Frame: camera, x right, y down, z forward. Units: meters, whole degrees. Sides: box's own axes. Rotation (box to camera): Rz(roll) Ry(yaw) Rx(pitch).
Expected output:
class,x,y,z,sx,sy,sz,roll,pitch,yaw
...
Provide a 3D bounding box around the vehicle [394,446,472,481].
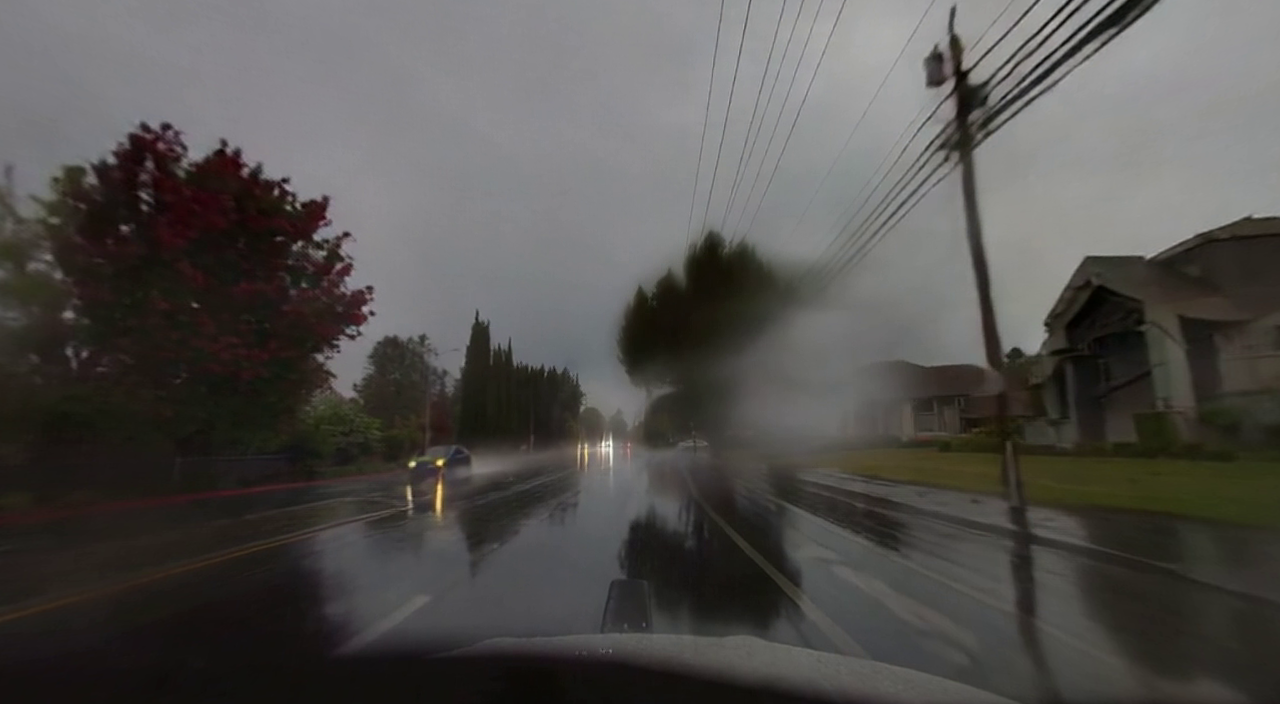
class,x,y,z,sx,sy,sz,roll,pitch,yaw
vehicle,-9.903,5.330,30.571,2.106,1.524,4.624,0,-8,1

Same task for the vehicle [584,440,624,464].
class,x,y,z,sx,sy,sz,roll,pitch,yaw
vehicle,-2.294,6.527,41.403,2.084,1.466,4.522,-1,-8,3
